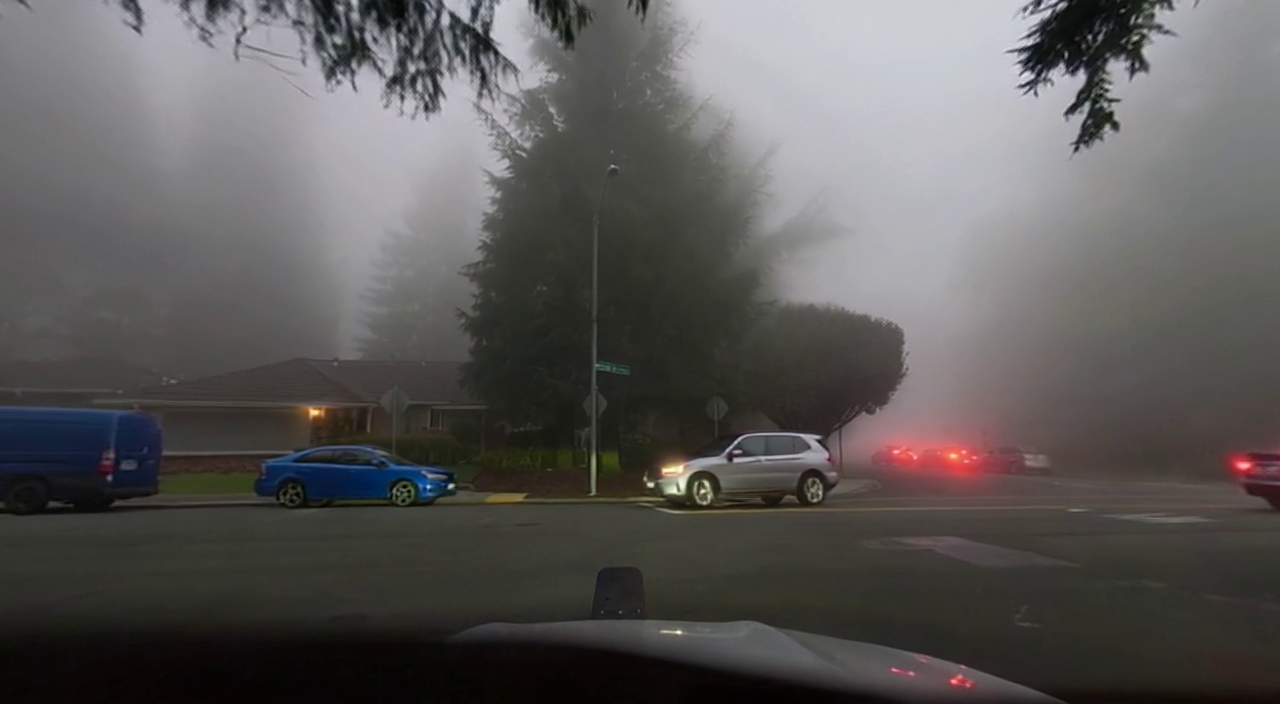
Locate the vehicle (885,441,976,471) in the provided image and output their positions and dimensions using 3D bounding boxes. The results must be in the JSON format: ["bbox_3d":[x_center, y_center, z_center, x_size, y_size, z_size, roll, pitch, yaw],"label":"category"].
[{"bbox_3d":[19.163,6.863,41.776,4.984,1.912,2.132,1,-9,-9],"label":"vehicle"}]

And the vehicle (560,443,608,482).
[{"bbox_3d":[-2.405,4.551,26.332,1.648,1.430,3.654,4,-9,-9],"label":"vehicle"}]

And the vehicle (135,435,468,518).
[{"bbox_3d":[-7.916,3.014,15.780,6.643,1.777,2.925,1,-9,-9],"label":"vehicle"}]

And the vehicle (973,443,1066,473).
[{"bbox_3d":[20.107,5.602,33.519,3.863,1.453,1.826,1,-7,-8],"label":"vehicle"}]

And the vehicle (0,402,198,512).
[{"bbox_3d":[-15.494,2.502,14.793,7.824,2.323,2.863,0,-10,-7],"label":"vehicle"}]

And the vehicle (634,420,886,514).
[{"bbox_3d":[2.559,2.512,14.109,5.047,1.851,2.103,2,-9,-12],"label":"vehicle"}]
